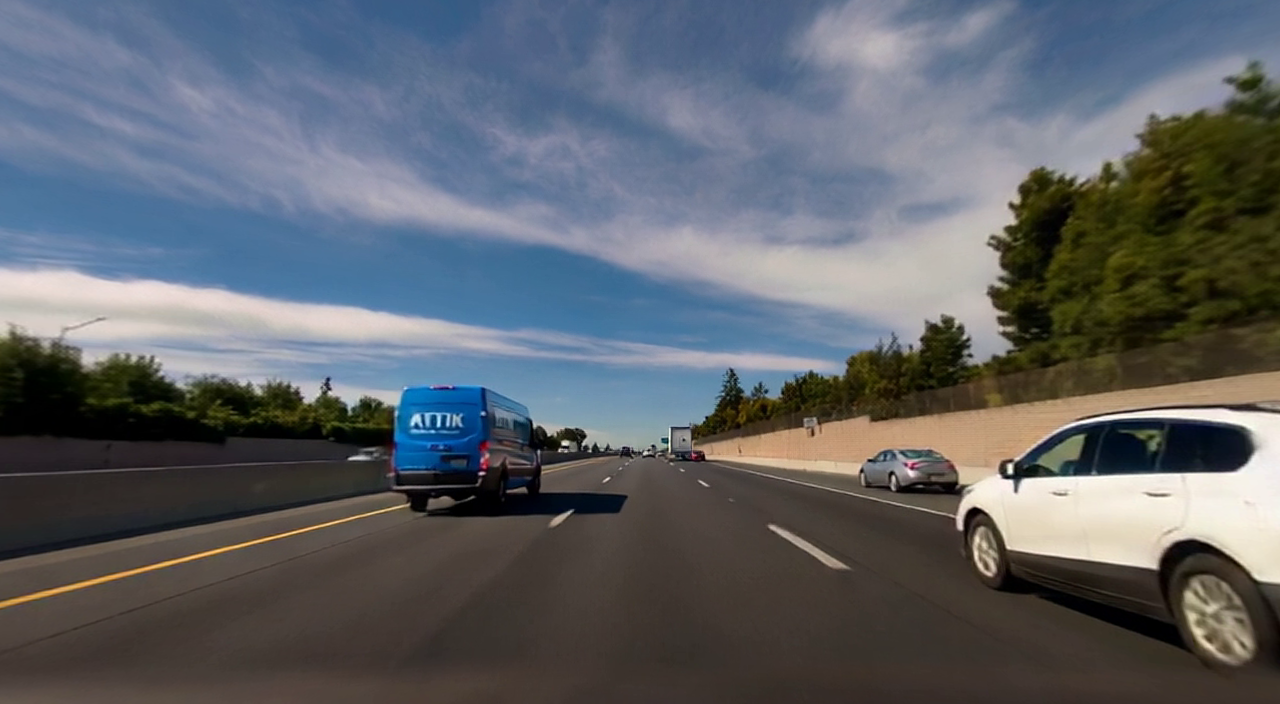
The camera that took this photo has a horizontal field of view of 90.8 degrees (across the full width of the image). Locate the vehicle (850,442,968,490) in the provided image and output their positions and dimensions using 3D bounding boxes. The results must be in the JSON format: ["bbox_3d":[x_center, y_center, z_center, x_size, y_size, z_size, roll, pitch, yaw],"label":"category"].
[{"bbox_3d":[9.146,3.902,21.940,1.838,1.490,4.460,0,-9,-4],"label":"vehicle"}]

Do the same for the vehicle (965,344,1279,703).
[{"bbox_3d":[3.839,0.842,2.926,2.025,1.706,4.797,0,-9,-1],"label":"vehicle"}]

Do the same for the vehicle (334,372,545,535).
[{"bbox_3d":[-3.797,2.185,13.837,2.380,2.648,6.879,0,-9,0],"label":"vehicle"}]

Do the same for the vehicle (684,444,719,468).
[{"bbox_3d":[4.358,7.447,45.272,2.066,1.638,4.158,0,-9,-1],"label":"vehicle"}]
